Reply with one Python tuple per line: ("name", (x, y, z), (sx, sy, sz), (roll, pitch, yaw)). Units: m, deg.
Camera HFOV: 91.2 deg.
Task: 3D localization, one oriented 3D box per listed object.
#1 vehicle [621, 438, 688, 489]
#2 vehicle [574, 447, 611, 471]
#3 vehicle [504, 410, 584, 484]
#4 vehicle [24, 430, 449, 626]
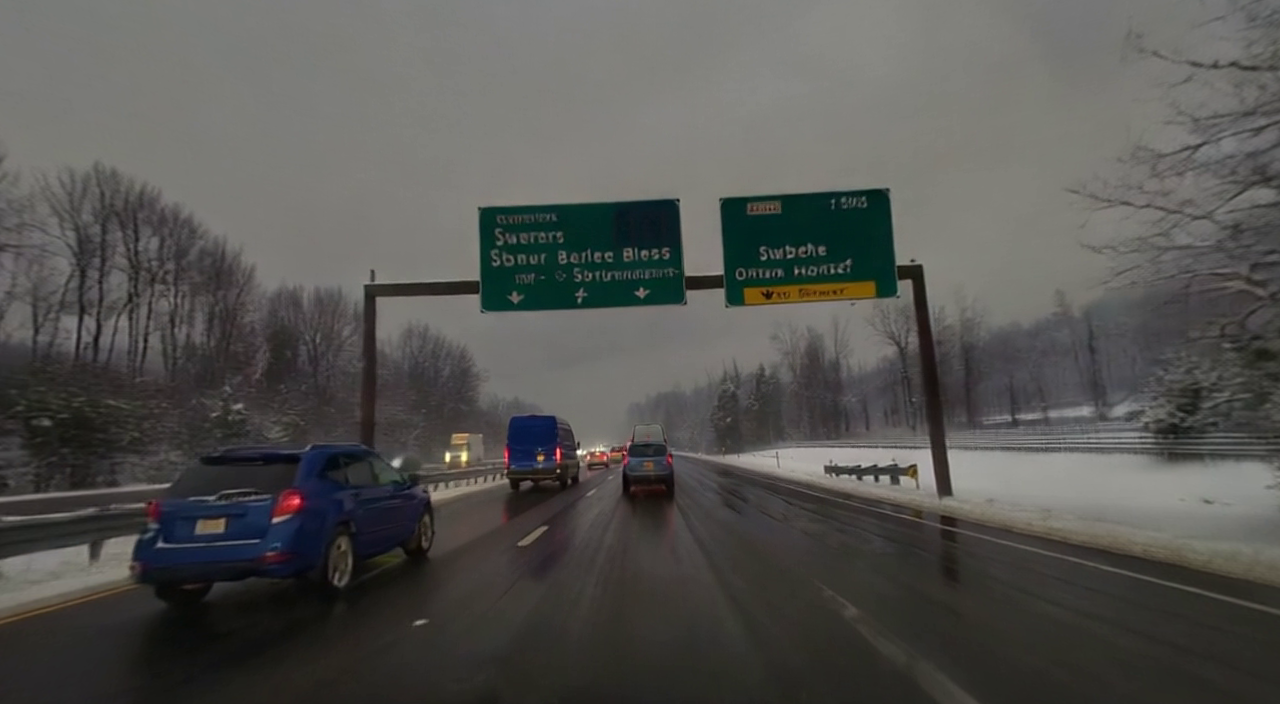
("vehicle", (0.511, 4.024, 22.916), (2.195, 1.679, 4.070), (0, -9, 1))
("vehicle", (-3.136, 7.179, 42.190), (2.015, 1.496, 4.312), (-1, -9, 1))
("vehicle", (-3.780, 3.933, 25.973), (2.275, 2.692, 5.810), (0, -9, 1))
("vehicle", (-3.729, 1.669, 6.879), (1.977, 1.485, 3.973), (0, -9, 0))
